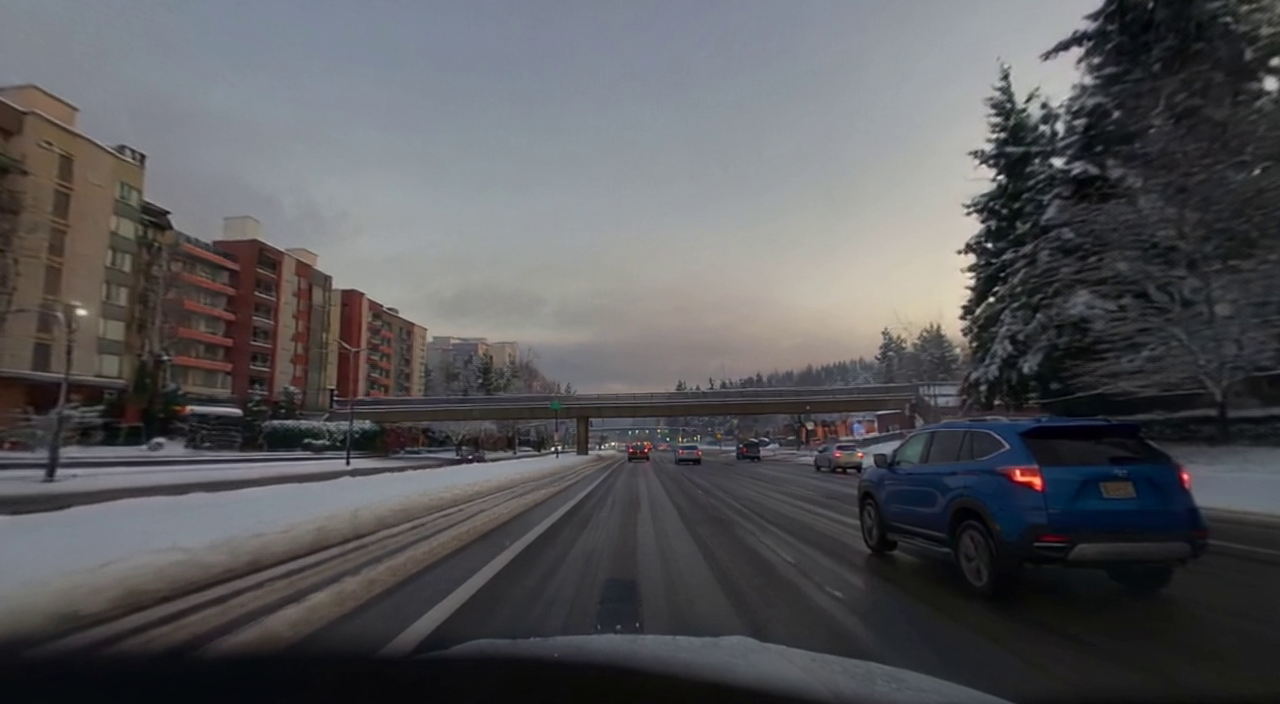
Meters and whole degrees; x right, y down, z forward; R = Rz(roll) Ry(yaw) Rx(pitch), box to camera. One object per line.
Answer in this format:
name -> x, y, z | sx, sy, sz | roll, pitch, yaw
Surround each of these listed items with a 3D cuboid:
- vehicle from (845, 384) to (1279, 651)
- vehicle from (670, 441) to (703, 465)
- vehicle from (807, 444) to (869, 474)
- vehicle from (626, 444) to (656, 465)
vehicle -> 3.953, 1.427, 6.551 | 2.130, 1.741, 4.665 | 0, -8, 1
vehicle -> 3.472, 7.681, 48.106 | 2.165, 1.708, 3.928 | 0, -8, -1
vehicle -> 10.382, 5.644, 33.518 | 1.888, 1.468, 4.175 | 0, -8, -1
vehicle -> 0.068, 7.777, 48.220 | 2.173, 1.498, 4.528 | 0, -8, 0
